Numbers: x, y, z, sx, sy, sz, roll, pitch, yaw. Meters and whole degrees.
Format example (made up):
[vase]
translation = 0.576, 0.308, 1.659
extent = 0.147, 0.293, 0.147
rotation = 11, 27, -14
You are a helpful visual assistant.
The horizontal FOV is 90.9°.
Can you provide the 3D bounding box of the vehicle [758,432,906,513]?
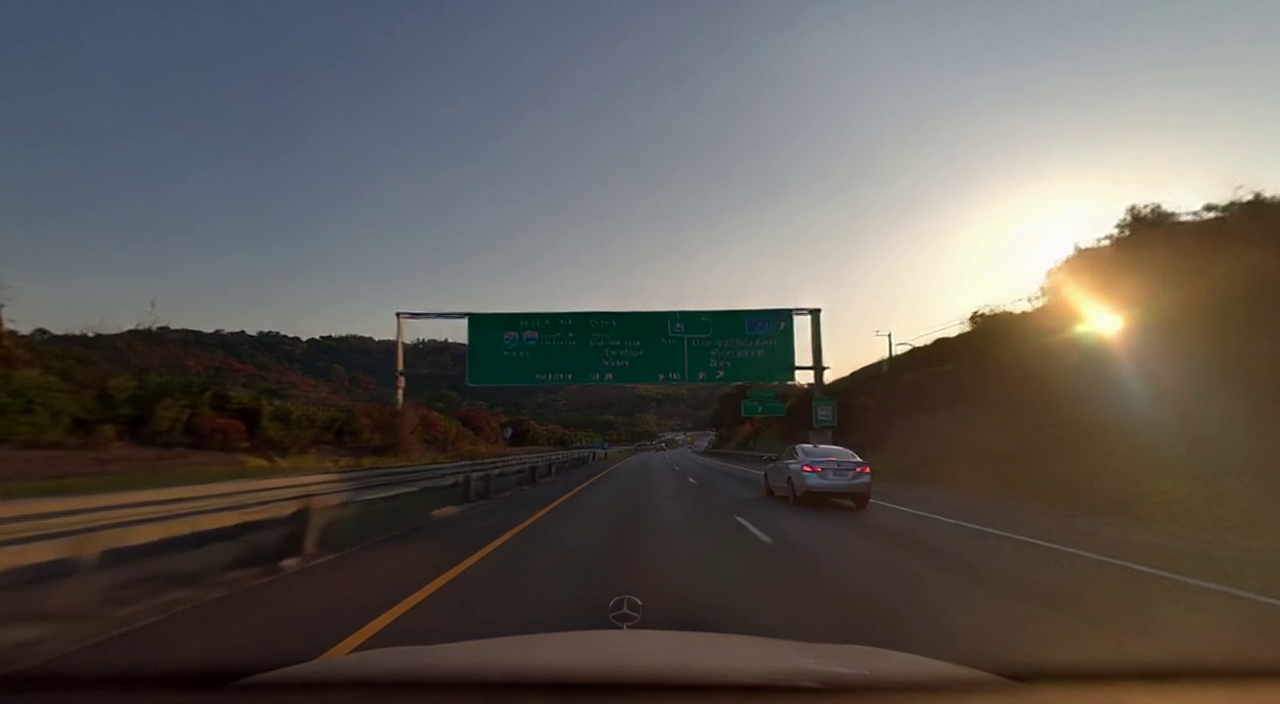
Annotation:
[vehicle]
translation = 4.052, 2.609, 14.109
extent = 1.997, 1.515, 4.025
rotation = 0, -9, 0
